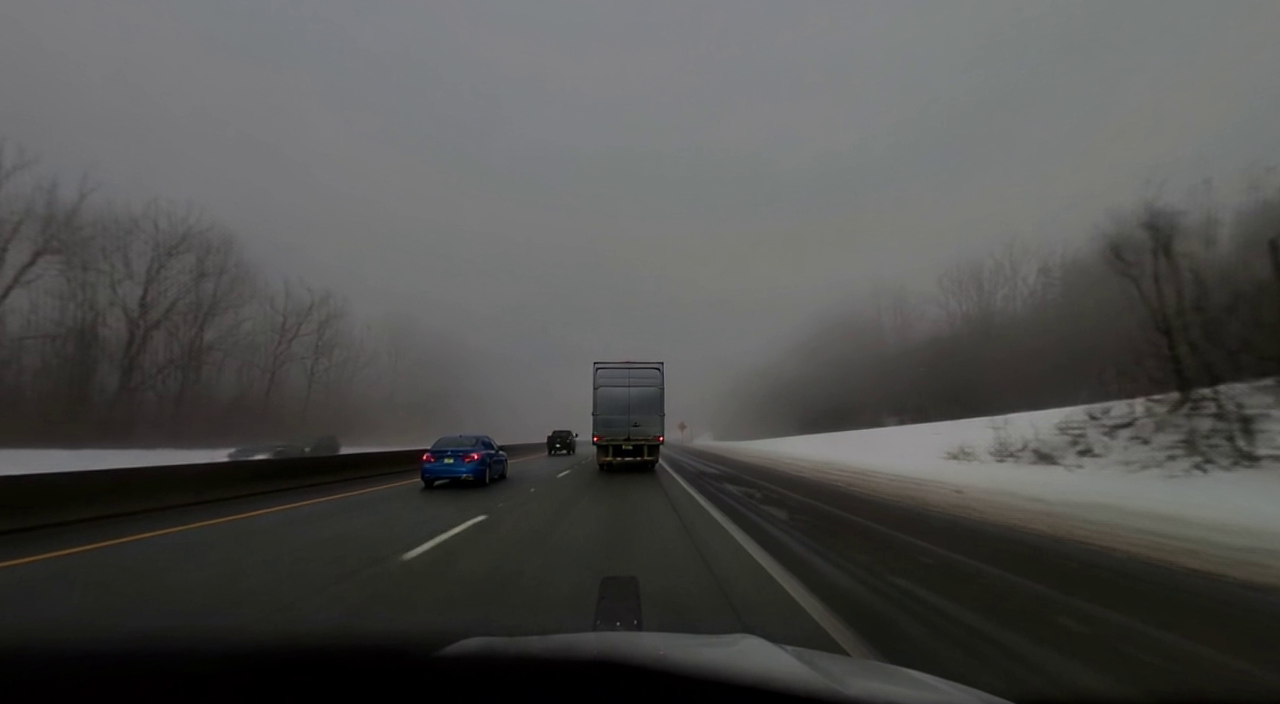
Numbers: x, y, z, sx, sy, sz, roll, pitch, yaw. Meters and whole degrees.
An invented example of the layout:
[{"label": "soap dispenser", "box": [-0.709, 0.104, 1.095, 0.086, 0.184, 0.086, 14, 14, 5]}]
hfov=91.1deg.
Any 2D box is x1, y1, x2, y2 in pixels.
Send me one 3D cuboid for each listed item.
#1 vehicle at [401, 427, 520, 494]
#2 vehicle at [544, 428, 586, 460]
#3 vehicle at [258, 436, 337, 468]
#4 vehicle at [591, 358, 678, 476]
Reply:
[{"label": "vehicle", "box": [-4.643, 2.855, 17.035, 1.931, 1.539, 4.441, 0, -8, 0]}, {"label": "vehicle", "box": [-4.590, 5.681, 39.047, 2.019, 1.834, 4.644, 0, -8, 0]}, {"label": "vehicle", "box": [-18.710, 5.434, 34.565, 1.960, 1.644, 4.246, 0, -8, -1]}, {"label": "vehicle", "box": [-0.315, 2.874, 26.638, 2.953, 4.041, 10.072, 0, -8, -1]}]
